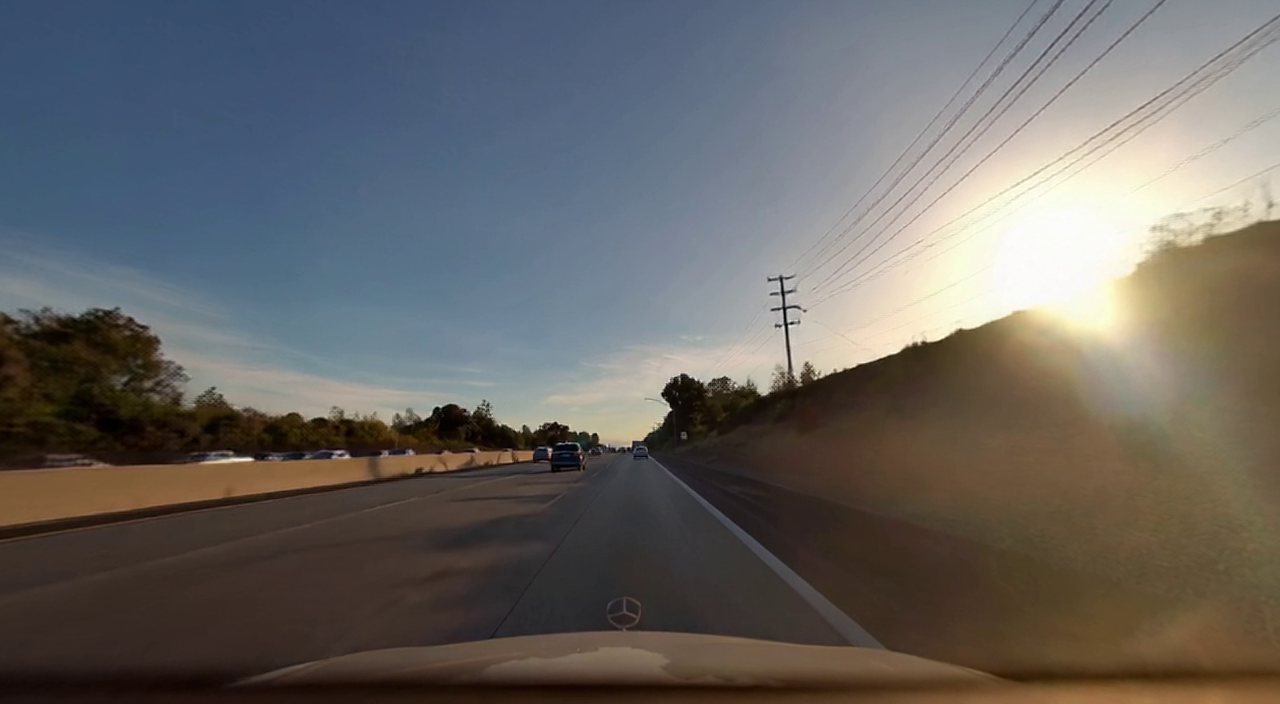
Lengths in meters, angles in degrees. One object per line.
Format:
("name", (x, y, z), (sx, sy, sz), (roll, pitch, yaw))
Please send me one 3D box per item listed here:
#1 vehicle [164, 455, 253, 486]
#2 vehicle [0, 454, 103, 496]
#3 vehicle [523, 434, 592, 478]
("vehicle", (-23.695, 6.495, 34.826), (1.858, 1.519, 4.489), (0, -9, -2))
("vehicle", (-28.807, 5.794, 30.065), (2.006, 1.760, 4.774), (0, -9, 0))
("vehicle", (-3.853, 5.029, 30.647), (2.577, 1.939, 5.408), (0, -9, 1))
